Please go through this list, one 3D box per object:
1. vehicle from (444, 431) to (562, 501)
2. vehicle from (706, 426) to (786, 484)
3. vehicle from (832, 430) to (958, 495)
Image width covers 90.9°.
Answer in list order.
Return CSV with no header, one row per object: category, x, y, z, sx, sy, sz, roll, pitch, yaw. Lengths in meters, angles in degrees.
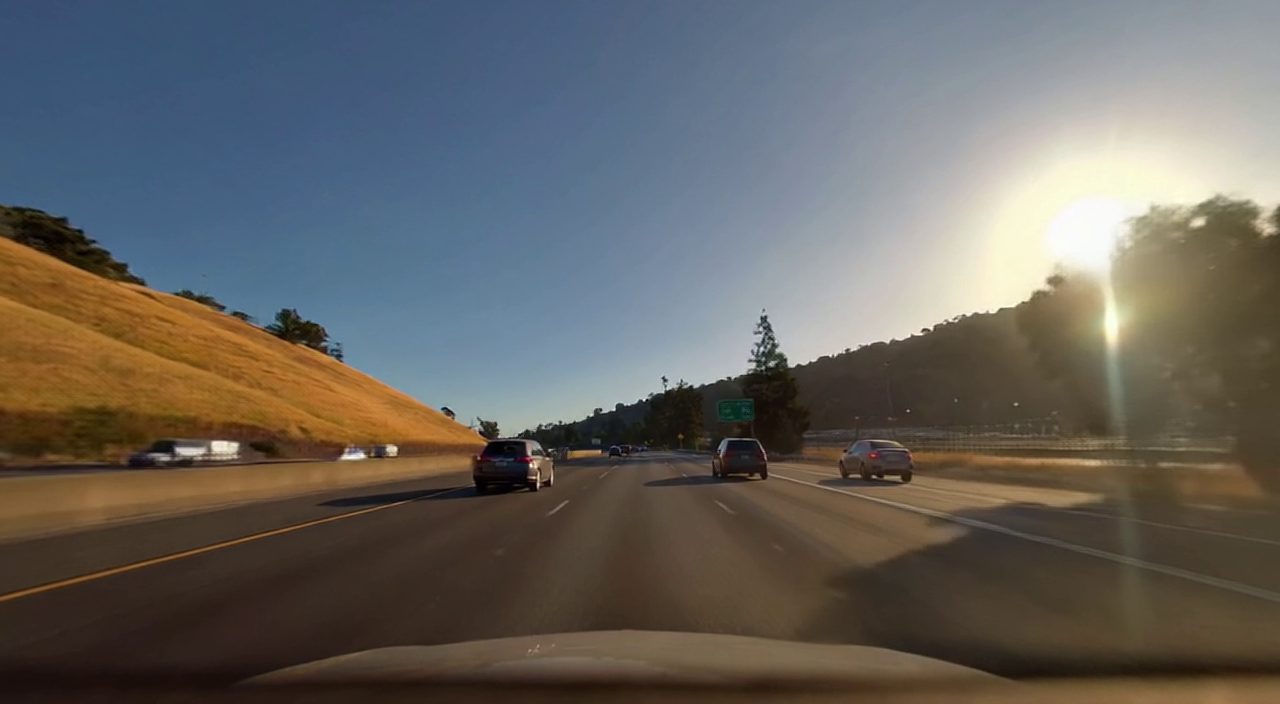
vehicle,-3.585,3.073,17.483,2.166,1.672,4.388,0,-8,2
vehicle,3.800,3.811,23.612,2.121,1.925,5.056,0,-8,0
vehicle,7.506,3.272,19.101,1.998,1.717,4.338,0,-8,0
